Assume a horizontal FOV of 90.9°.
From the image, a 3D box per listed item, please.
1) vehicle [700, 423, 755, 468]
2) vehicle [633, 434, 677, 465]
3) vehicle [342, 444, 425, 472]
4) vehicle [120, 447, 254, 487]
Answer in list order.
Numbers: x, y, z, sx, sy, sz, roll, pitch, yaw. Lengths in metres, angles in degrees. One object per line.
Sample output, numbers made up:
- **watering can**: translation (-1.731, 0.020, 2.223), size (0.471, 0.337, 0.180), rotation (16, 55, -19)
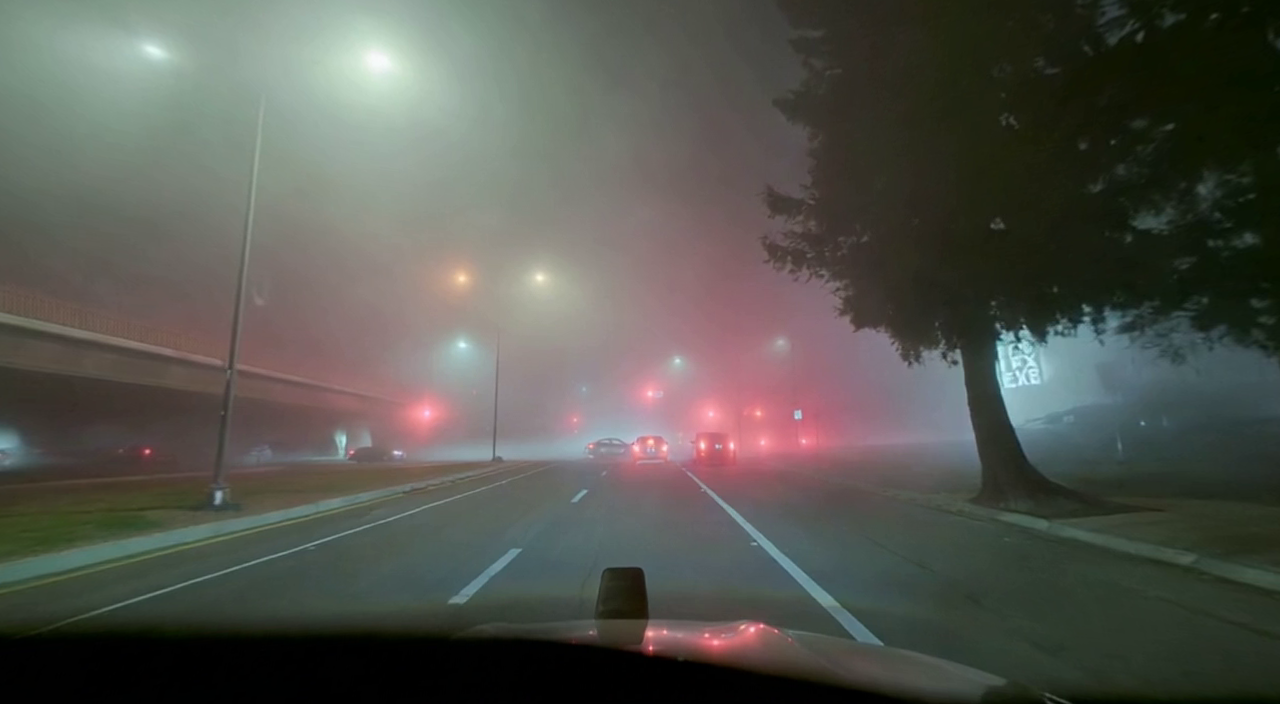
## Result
- **vehicle**: translation (4.139, 4.546, 30.566), size (2.080, 1.999, 4.379), rotation (0, -8, 1)
- **vehicle**: translation (0.721, 4.966, 32.150), size (2.101, 1.467, 4.210), rotation (0, -8, 0)
- **vehicle**: translation (-15.362, 6.345, 38.000), size (1.860, 1.543, 4.302), rotation (-5, -10, 32)
- **vehicle**: translation (-20.587, 5.198, 28.910), size (1.832, 1.611, 4.546), rotation (-4, -9, 25)
